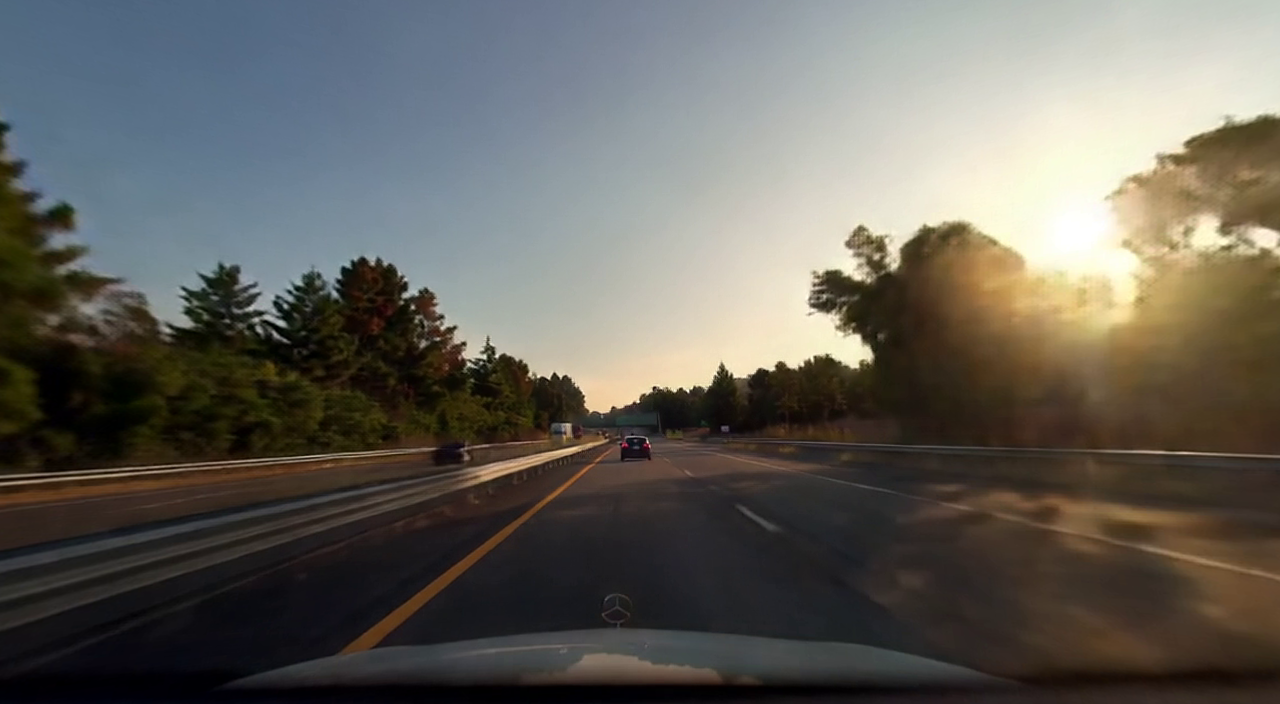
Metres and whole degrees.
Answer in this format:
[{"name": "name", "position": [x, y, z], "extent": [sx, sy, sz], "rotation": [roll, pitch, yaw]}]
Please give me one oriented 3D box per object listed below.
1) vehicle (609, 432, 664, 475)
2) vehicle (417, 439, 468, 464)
[{"name": "vehicle", "position": [-0.137, 3.756, 23.630], "extent": [1.897, 1.479, 3.724], "rotation": [0, -8, -1]}, {"name": "vehicle", "position": [-12.964, 6.536, 41.605], "extent": [1.878, 1.499, 4.539], "rotation": [0, -8, 0]}]
